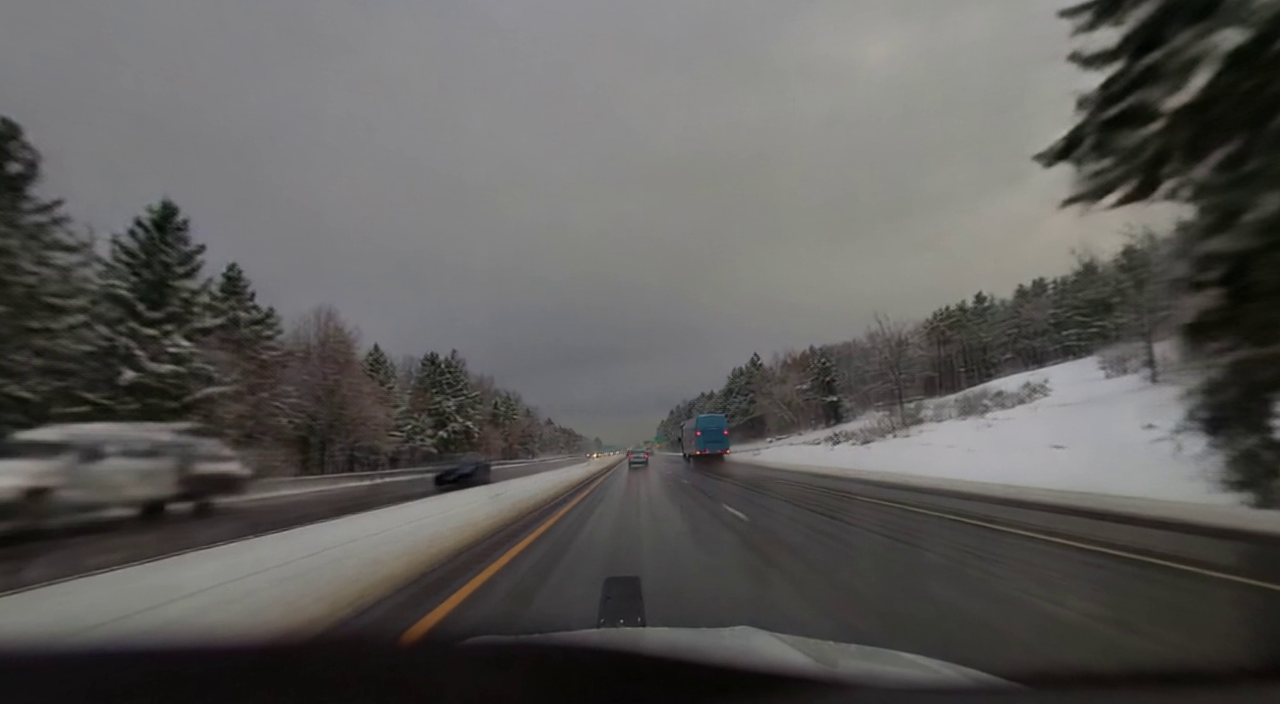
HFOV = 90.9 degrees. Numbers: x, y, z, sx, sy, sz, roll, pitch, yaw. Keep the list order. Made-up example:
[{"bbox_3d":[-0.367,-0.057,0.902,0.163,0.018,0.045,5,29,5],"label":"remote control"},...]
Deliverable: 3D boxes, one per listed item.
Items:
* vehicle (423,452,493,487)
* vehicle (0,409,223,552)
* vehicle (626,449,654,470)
[{"bbox_3d":[-8.452,5.480,29.625,2.009,1.484,4.292,0,-9,0],"label":"vehicle"},{"bbox_3d":[-12.450,2.718,14.058,2.485,2.534,5.320,0,-9,1],"label":"vehicle"},{"bbox_3d":[-0.016,7.546,44.253,1.926,1.386,3.615,0,-9,0],"label":"vehicle"}]
